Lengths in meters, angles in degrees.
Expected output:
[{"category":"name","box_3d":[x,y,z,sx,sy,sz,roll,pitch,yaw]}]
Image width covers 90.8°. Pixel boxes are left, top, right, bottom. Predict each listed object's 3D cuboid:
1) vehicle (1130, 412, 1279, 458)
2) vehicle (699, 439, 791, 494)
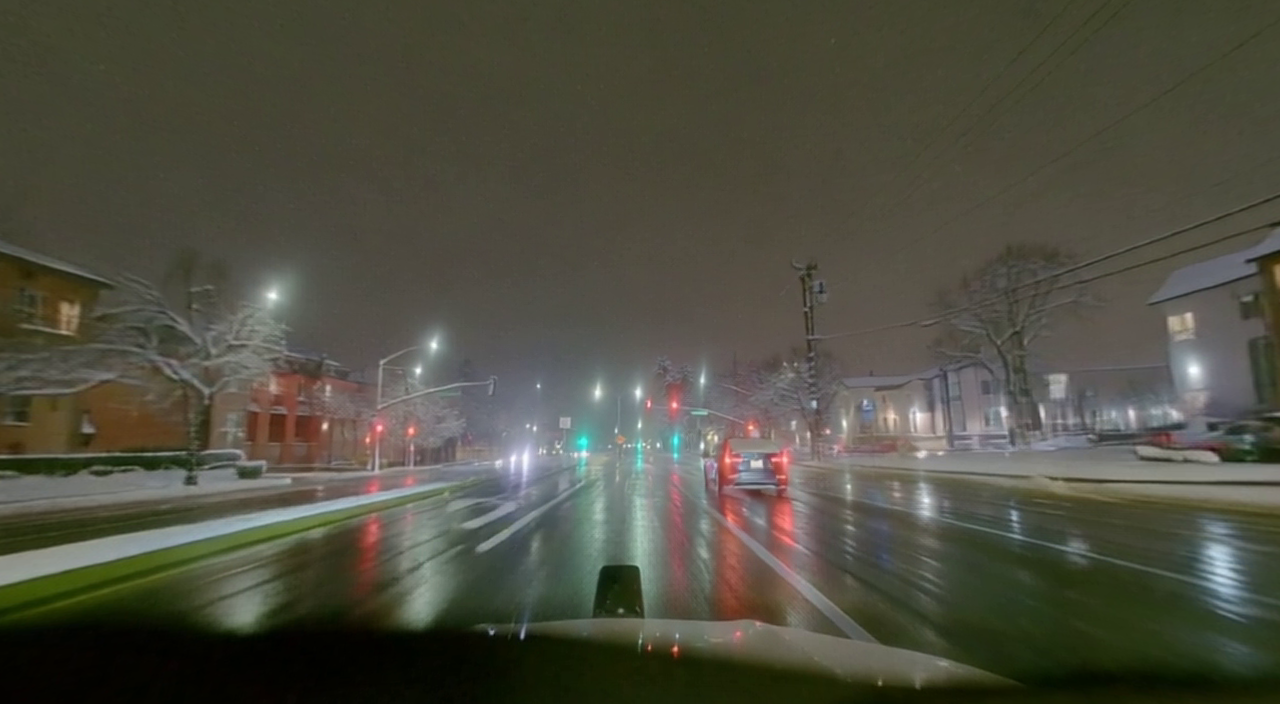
[{"category":"vehicle","box_3d":[22.898,3.406,25.758,4.077,1.771,2.032,0,-8,0]},{"category":"vehicle","box_3d":[3.014,3.394,19.160,1.964,1.448,4.295,0,-8,-1]}]
